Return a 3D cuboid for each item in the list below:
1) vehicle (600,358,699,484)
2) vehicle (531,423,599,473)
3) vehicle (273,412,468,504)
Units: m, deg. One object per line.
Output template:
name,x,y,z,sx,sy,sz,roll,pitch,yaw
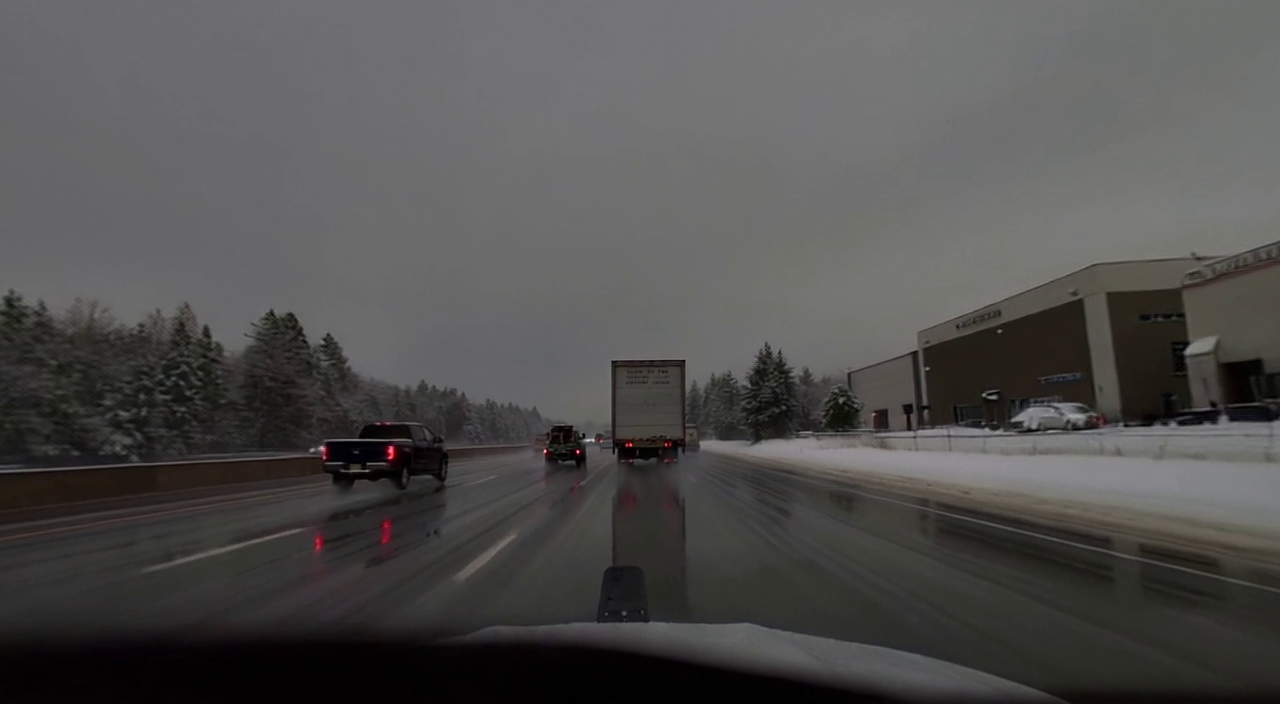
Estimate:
vehicle,0.246,2.787,23.834,2.941,3.794,9.851,0,-9,0
vehicle,-3.332,4.474,29.435,2.379,2.075,6.169,0,-9,1
vehicle,-6.684,2.750,16.750,2.479,1.978,5.952,0,-9,1
